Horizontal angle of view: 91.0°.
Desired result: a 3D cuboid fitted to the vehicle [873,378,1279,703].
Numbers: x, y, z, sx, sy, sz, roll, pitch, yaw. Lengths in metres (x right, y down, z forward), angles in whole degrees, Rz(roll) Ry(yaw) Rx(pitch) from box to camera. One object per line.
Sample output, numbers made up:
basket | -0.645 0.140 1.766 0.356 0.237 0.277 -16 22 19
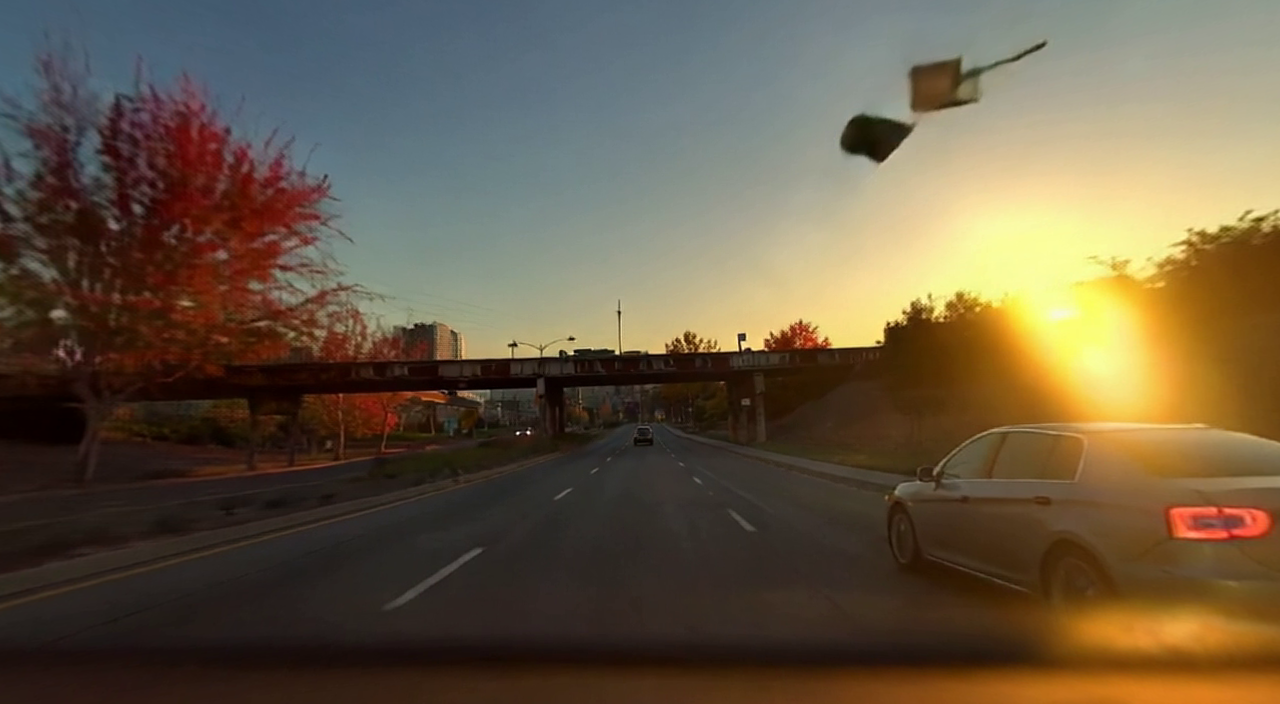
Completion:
vehicle | 3.535 1.173 4.441 2.063 1.542 4.420 0 -9 0
